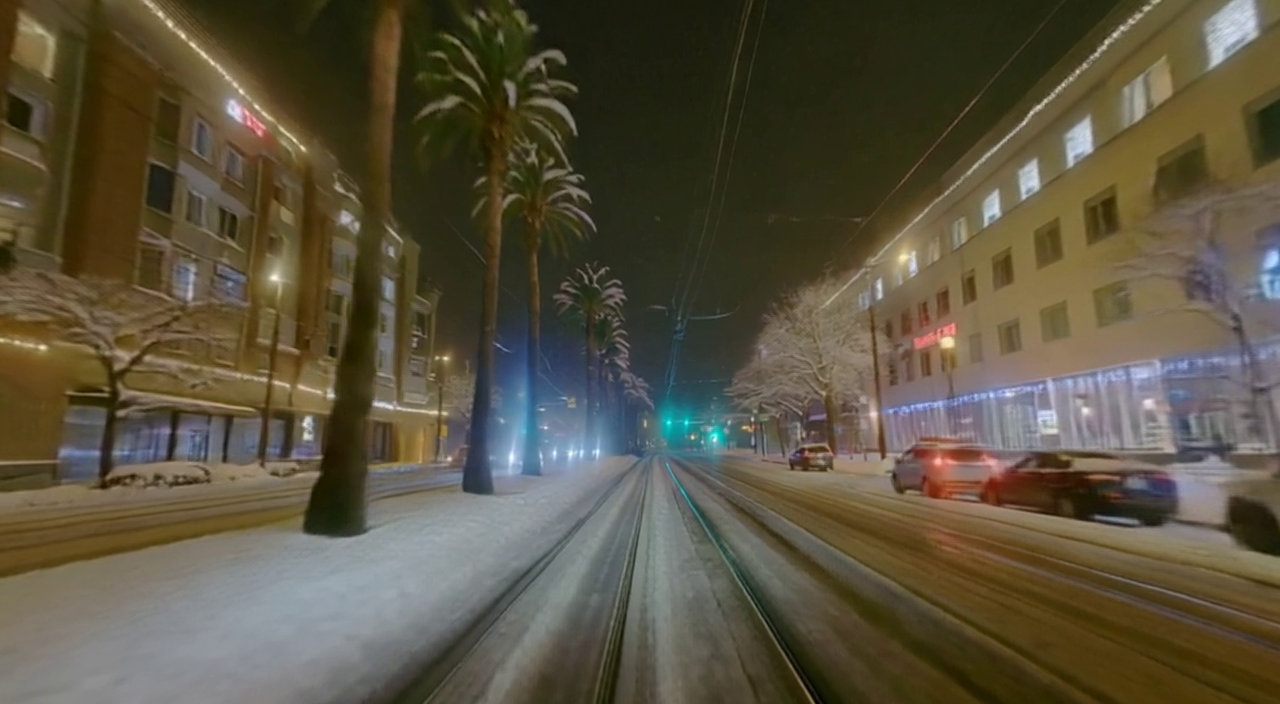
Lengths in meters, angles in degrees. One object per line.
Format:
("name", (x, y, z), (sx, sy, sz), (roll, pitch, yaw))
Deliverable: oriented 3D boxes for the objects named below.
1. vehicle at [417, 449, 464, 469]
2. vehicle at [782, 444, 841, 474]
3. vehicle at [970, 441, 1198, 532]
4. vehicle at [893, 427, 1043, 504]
("vehicle", (-15.270, 8.207, 48.544), (1.993, 1.464, 4.740), (0, -8, 1))
("vehicle", (9.184, 5.763, 34.152), (1.822, 1.494, 4.385), (0, -8, -2))
("vehicle", (8.441, 2.541, 12.513), (1.715, 1.500, 3.910), (0, -8, 1))
("vehicle", (8.789, 3.057, 17.370), (1.900, 1.846, 4.002), (0, -8, -1))
